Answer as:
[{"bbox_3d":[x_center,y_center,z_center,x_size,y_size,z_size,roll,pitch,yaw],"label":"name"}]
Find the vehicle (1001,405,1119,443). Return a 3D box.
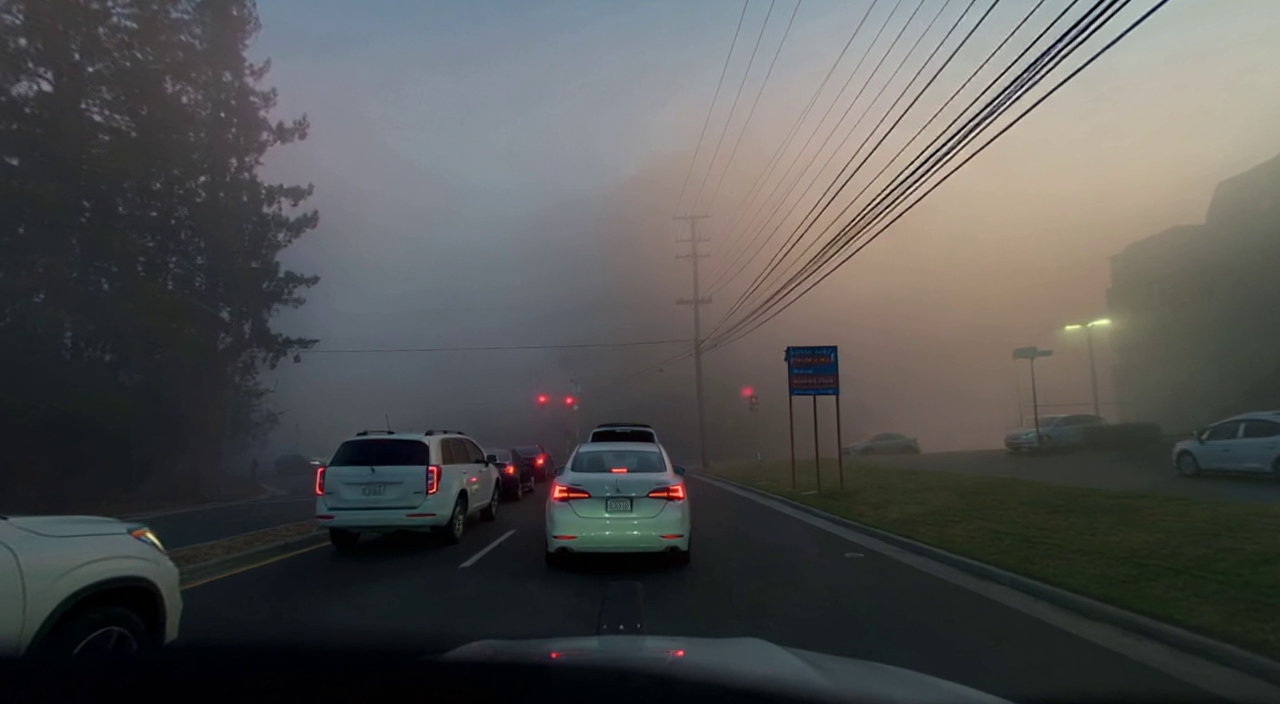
[{"bbox_3d":[26.818,4.642,40.514,5.782,2.286,2.223,-1,-9,5],"label":"vehicle"}]

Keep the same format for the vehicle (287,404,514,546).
[{"bbox_3d":[-3.849,2.089,11.372,2.147,1.963,4.927,0,-8,0],"label":"vehicle"}]

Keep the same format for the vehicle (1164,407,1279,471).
[{"bbox_3d":[17.019,2.545,18.283,1.858,1.622,4.491,-5,-10,28],"label":"vehicle"}]

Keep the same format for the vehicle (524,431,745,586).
[{"bbox_3d":[-0.098,1.804,8.144,2.121,1.474,3.968,0,-8,-1],"label":"vehicle"}]

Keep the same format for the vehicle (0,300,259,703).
[{"bbox_3d":[-3.592,0.632,1.535,2.085,1.943,5.053,0,-8,1],"label":"vehicle"}]
